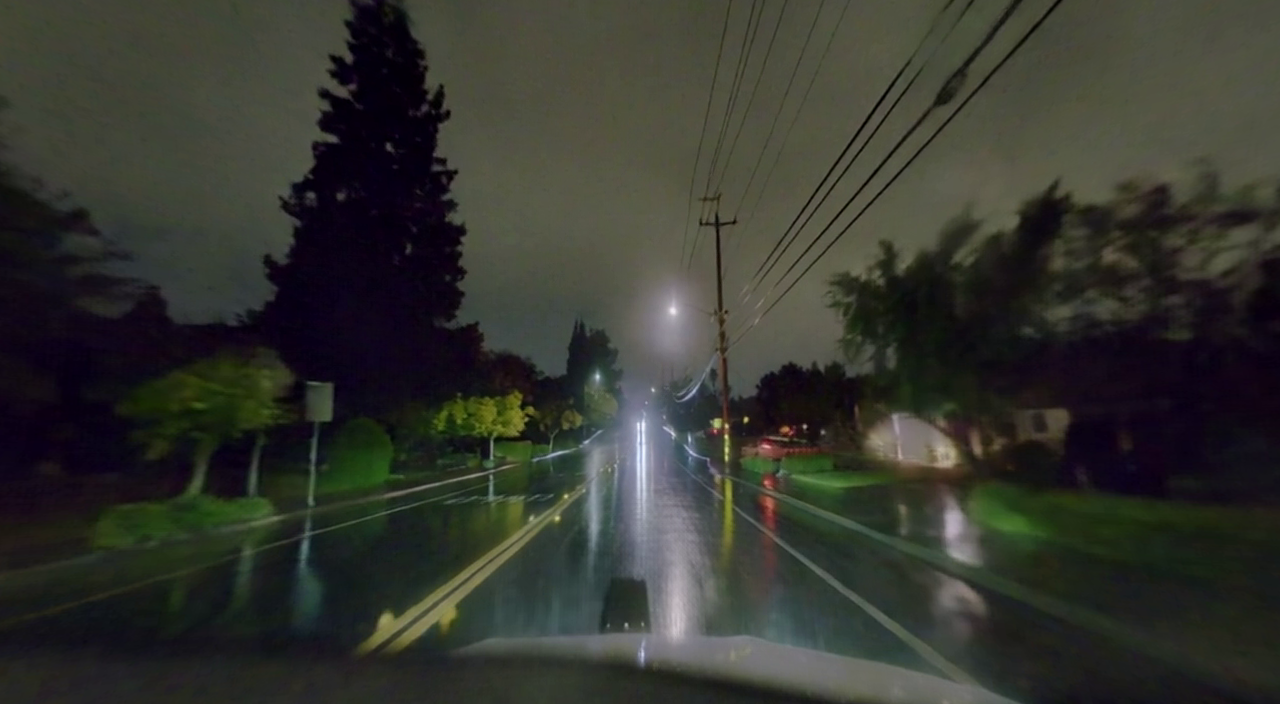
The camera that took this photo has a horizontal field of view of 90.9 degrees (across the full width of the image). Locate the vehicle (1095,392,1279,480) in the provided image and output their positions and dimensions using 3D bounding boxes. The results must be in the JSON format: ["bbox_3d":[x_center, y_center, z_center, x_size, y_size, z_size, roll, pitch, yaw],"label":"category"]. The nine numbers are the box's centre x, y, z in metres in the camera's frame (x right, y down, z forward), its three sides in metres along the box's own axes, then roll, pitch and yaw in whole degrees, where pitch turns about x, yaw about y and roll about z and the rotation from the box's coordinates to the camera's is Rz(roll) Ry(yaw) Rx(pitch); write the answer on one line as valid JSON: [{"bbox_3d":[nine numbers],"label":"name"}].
[{"bbox_3d":[11.236,1.649,12.609,1.884,1.484,4.034,-1,-7,11],"label":"vehicle"}]

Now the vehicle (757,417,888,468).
[{"bbox_3d":[9.429,4.704,32.994,6.133,2.254,2.383,3,-6,0],"label":"vehicle"}]
